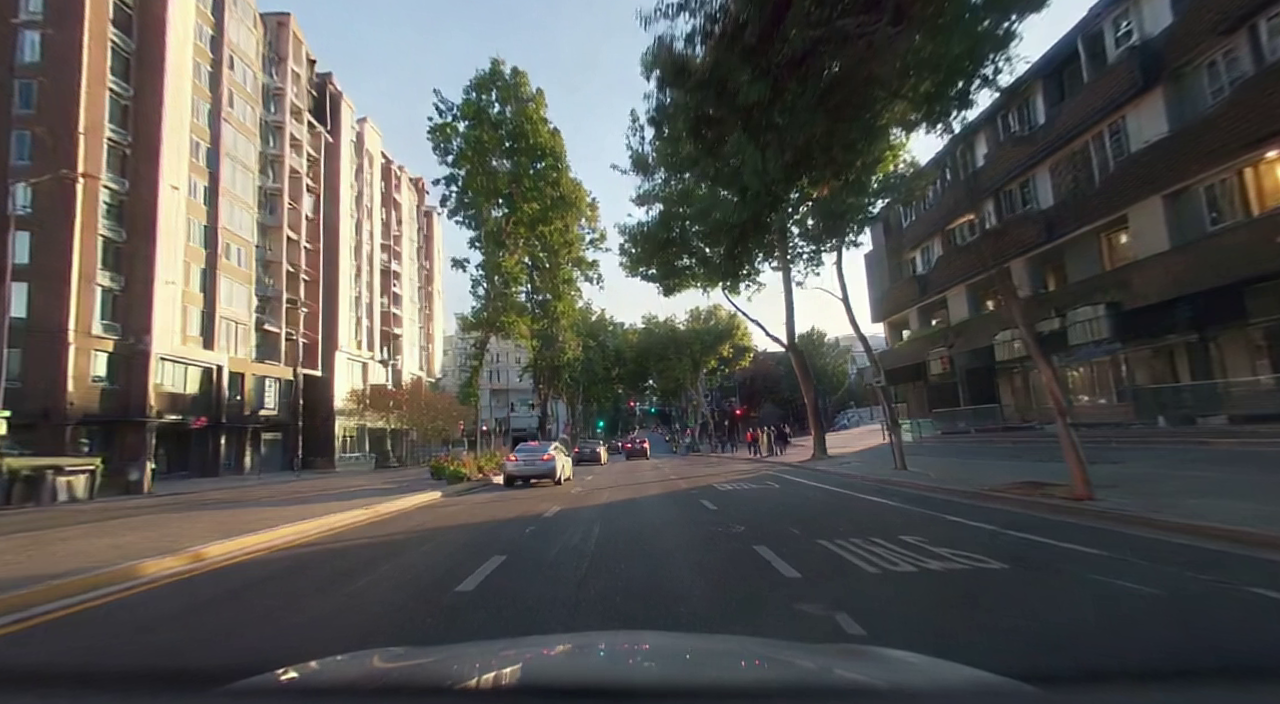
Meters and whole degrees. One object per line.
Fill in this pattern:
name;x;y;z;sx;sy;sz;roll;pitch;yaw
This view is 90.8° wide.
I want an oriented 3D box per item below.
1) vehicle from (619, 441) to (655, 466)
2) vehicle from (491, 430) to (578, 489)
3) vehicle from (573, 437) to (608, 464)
vehicle;-0.211;6.251;39.089;2.095;1.438;3.843;0;-8;-1
vehicle;-3.361;3.532;21.028;2.116;1.725;4.315;0;-8;1
vehicle;-3.495;7.060;45.446;2.152;1.802;4.628;0;-8;0
